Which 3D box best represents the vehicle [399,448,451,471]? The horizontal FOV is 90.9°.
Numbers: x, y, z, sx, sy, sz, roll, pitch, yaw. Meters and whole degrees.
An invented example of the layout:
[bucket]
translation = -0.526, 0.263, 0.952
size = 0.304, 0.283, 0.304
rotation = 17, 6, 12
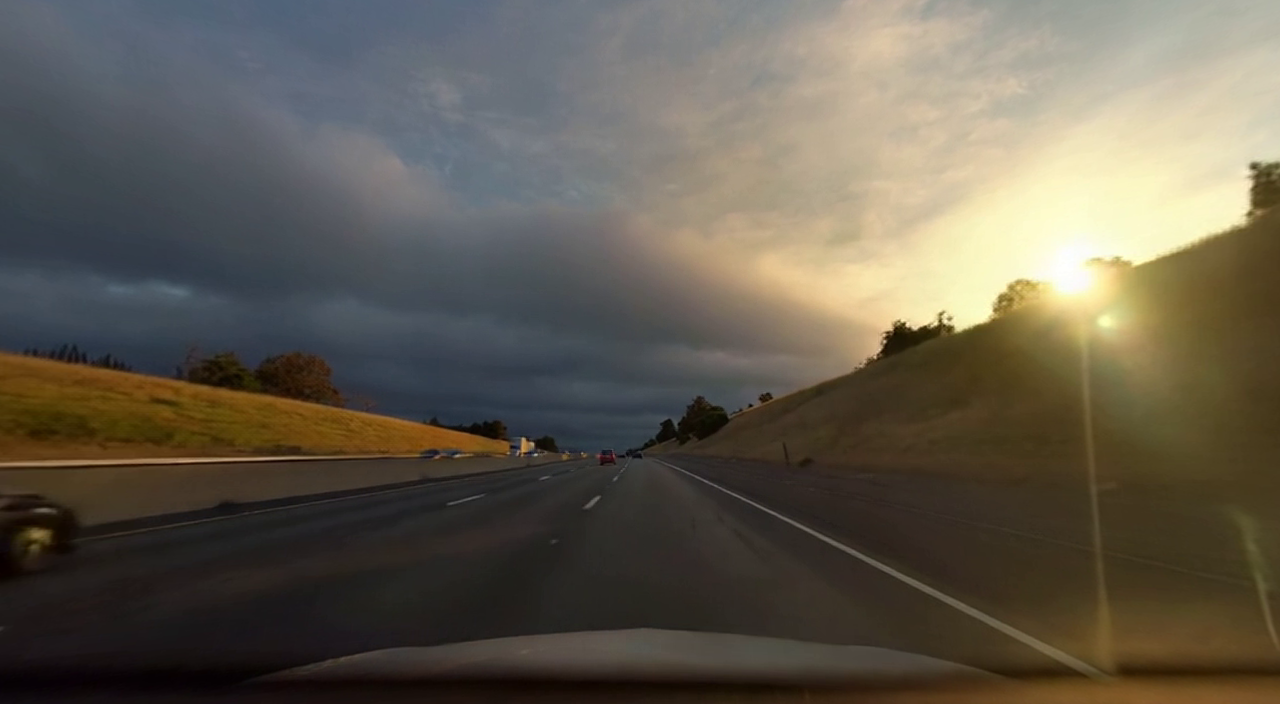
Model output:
[vehicle]
translation = -14.386, 7.212, 42.431
size = 1.856, 1.465, 4.534
rotation = 0, -9, 0
